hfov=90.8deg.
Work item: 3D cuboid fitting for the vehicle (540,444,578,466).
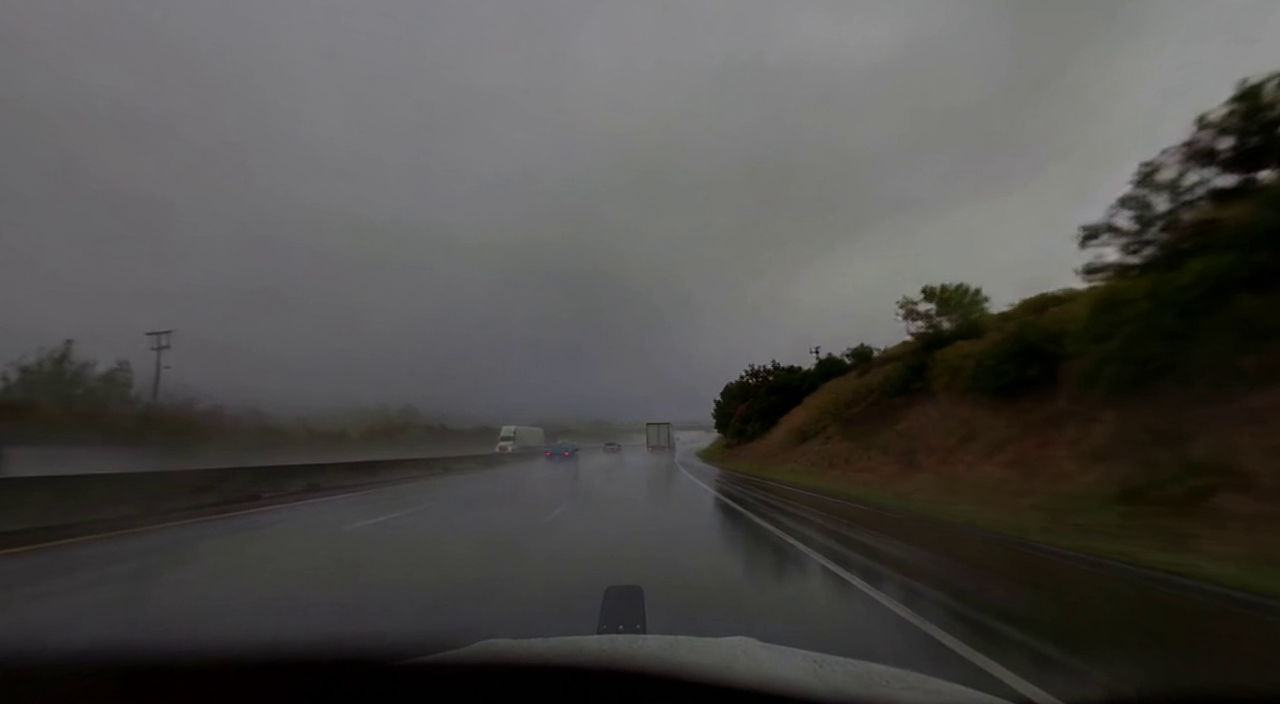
[{"bbox_3d":[-5.739,7.399,45.319,2.078,1.469,4.371,0,-9,1],"label":"vehicle"}]
